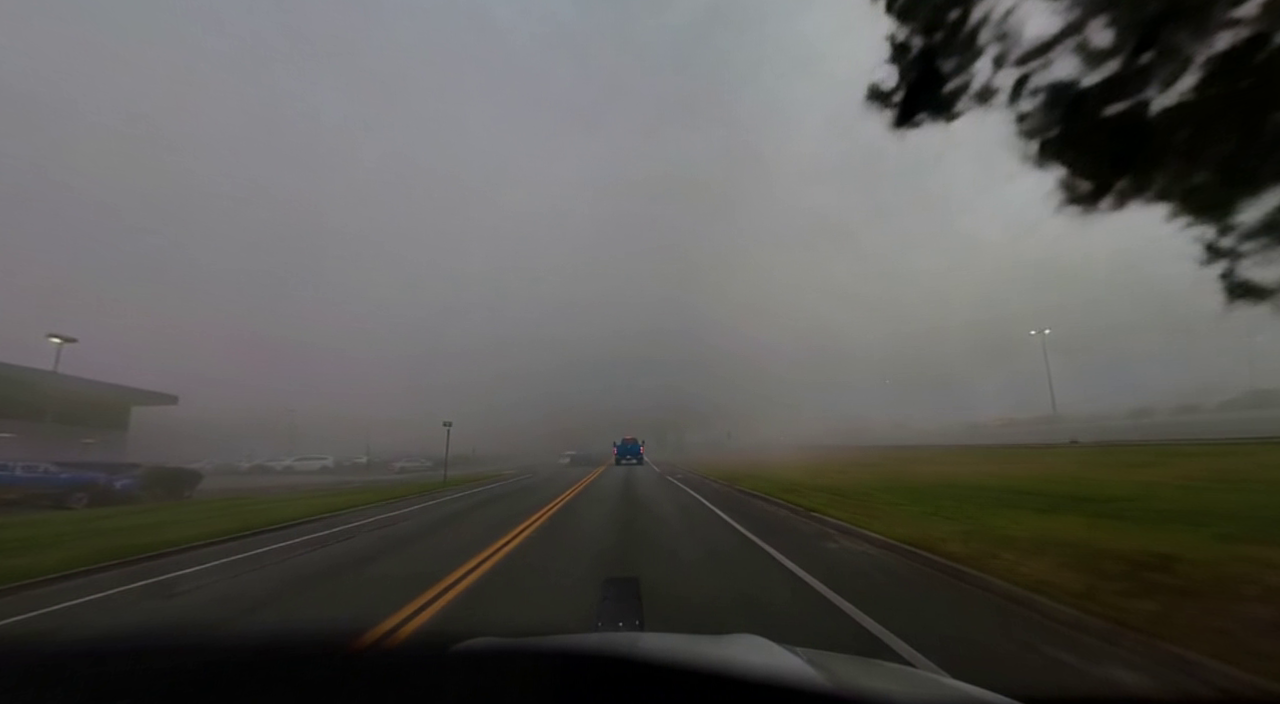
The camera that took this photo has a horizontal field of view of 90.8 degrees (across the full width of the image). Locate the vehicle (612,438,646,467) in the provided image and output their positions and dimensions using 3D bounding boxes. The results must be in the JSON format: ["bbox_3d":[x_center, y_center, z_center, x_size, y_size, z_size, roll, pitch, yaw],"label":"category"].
[{"bbox_3d":[-0.889,7.855,49.593,2.556,2.063,5.578,0,-8,-1],"label":"vehicle"}]

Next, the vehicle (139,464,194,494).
[{"bbox_3d":[-27.358,7.270,36.438,1.896,1.481,4.448,8,-11,-42],"label":"vehicle"}]

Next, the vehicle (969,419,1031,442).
[{"bbox_3d":[25.448,5.612,44.784,1.816,1.517,3.920,1,-8,-6],"label":"vehicle"}]
